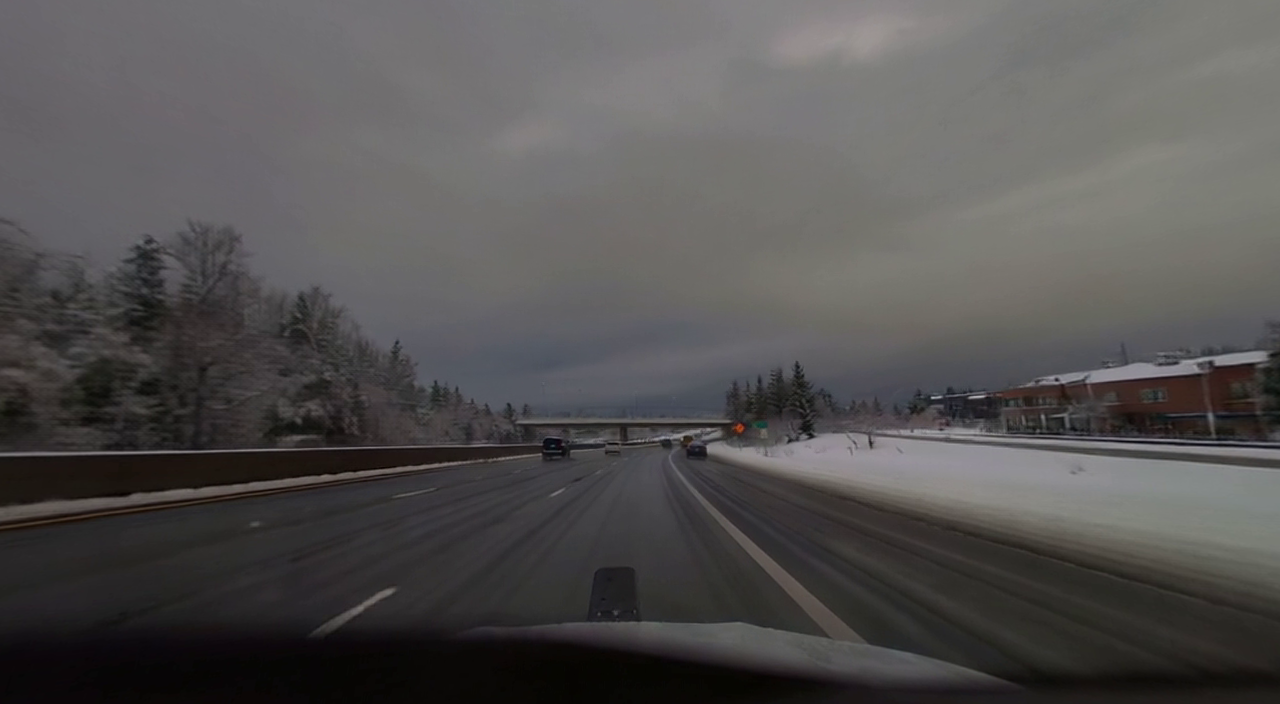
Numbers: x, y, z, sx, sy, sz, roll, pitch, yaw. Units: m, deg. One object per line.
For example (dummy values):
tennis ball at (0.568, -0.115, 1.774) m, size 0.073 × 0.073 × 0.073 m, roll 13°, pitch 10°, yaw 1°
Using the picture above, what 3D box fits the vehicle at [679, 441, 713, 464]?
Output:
vehicle at (3.717, 6.743, 42.522) m, size 1.967 × 1.475 × 4.080 m, roll 0°, pitch -9°, yaw 1°

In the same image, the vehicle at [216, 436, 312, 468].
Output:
vehicle at (-22.946, 6.127, 38.913) m, size 2.160 × 1.808 × 5.734 m, roll 0°, pitch -9°, yaw 2°

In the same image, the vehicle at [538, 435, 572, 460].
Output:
vehicle at (-6.597, 7.477, 49.386) m, size 2.009 × 1.850 × 4.338 m, roll 0°, pitch -9°, yaw 1°
